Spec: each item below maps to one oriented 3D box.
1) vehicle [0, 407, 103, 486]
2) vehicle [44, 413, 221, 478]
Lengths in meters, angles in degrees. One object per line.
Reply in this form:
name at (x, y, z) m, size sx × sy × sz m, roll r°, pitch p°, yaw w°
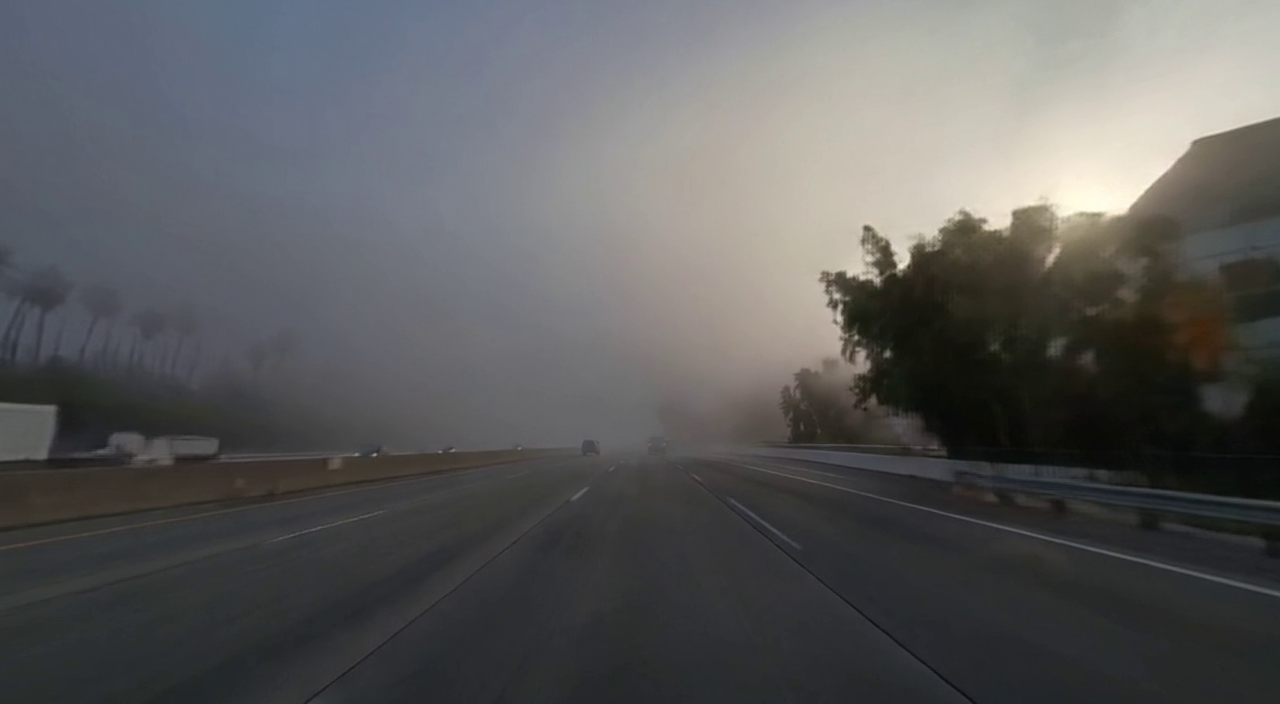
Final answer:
vehicle at (-30.688, 4.349, 28.858) m, size 2.791 × 3.539 × 10.161 m, roll 0°, pitch -8°, yaw 1°
vehicle at (-30.702, 5.761, 38.812) m, size 2.793 × 3.516 × 9.628 m, roll 0°, pitch -8°, yaw 0°
